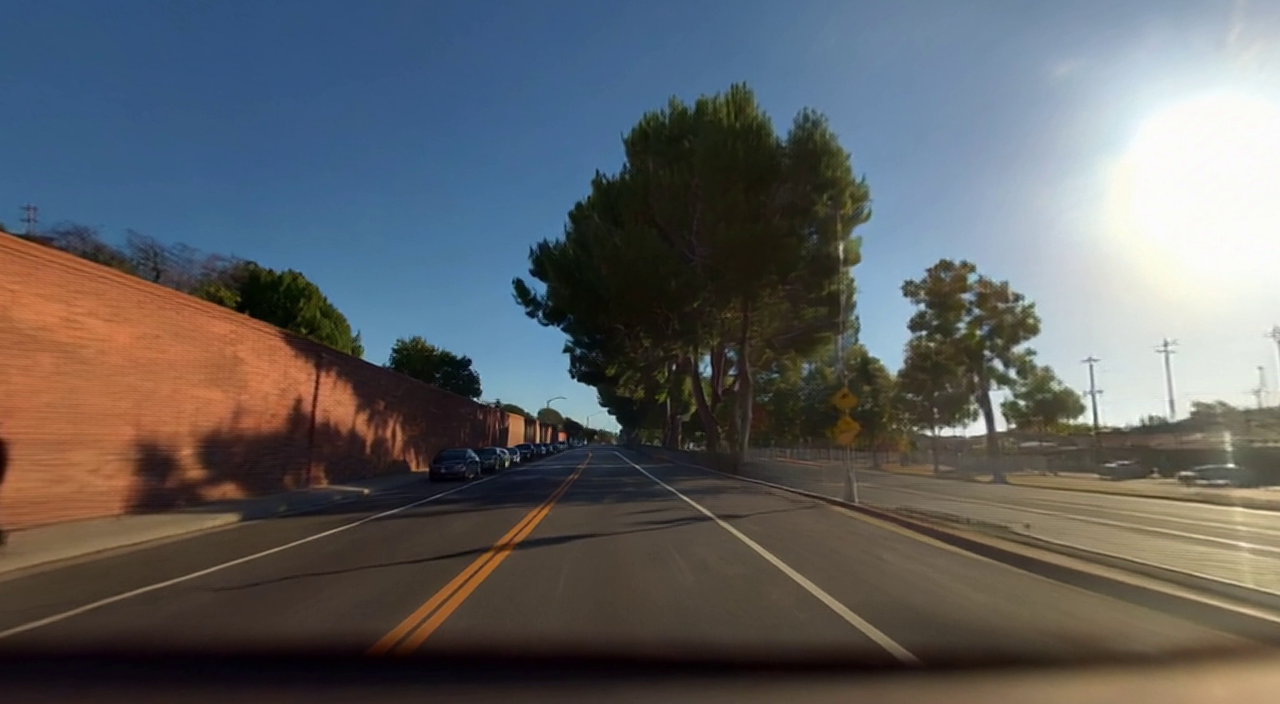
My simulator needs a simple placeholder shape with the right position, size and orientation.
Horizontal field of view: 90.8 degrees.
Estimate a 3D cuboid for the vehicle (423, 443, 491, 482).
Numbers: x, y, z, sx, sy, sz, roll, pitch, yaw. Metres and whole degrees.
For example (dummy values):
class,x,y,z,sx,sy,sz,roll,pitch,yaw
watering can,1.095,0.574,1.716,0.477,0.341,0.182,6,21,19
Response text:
class,x,y,z,sx,sy,sz,roll,pitch,yaw
vehicle,-8.088,4.902,28.359,1.899,1.485,4.593,2,-8,-3
